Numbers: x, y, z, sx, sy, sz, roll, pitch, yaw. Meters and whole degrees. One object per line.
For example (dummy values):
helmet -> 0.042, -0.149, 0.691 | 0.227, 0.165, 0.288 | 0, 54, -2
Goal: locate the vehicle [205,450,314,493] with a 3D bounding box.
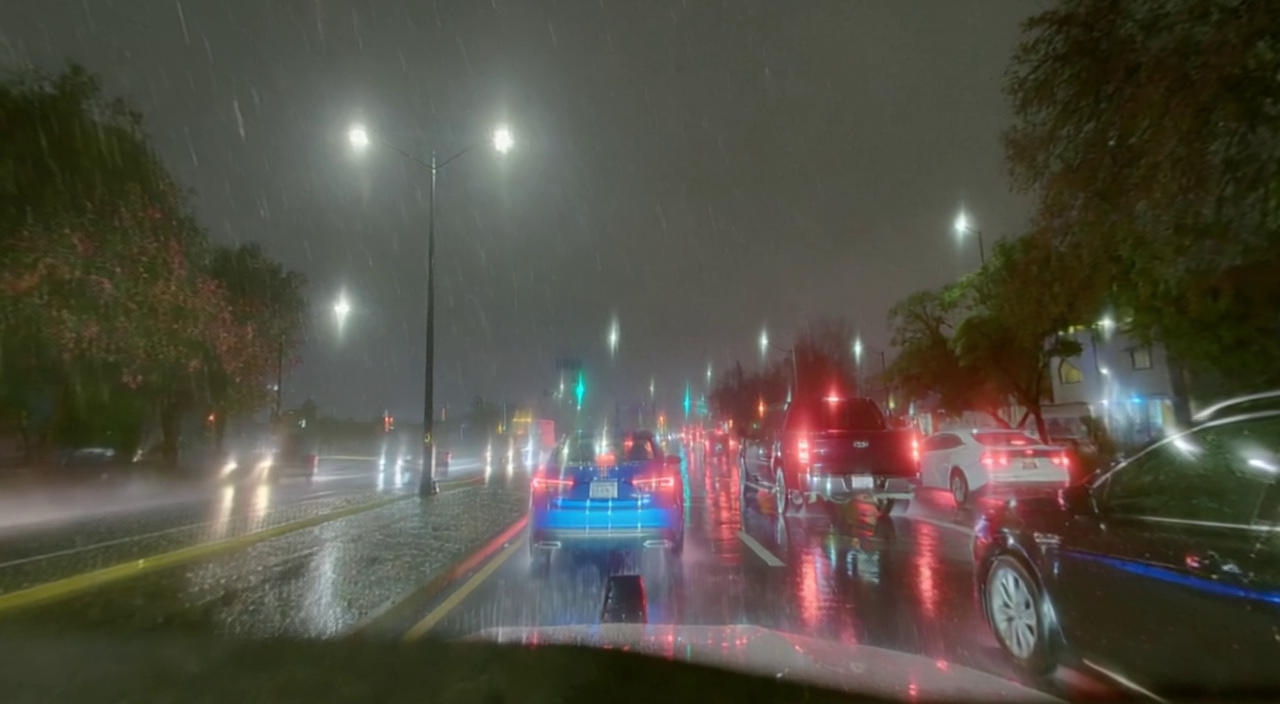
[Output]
vehicle -> -16.165, 5.074, 26.997 | 2.000, 1.656, 4.160 | 0, -8, 1

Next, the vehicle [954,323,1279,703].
vehicle -> 3.167, 0.757, 2.074 | 1.982, 1.709, 4.427 | 0, -9, 1

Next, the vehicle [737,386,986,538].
vehicle -> 3.533, 1.956, 11.687 | 2.444, 2.098, 5.766 | 0, -9, -1

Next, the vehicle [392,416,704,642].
vehicle -> -0.565, 1.500, 6.328 | 2.111, 1.506, 4.018 | 0, -8, 2
